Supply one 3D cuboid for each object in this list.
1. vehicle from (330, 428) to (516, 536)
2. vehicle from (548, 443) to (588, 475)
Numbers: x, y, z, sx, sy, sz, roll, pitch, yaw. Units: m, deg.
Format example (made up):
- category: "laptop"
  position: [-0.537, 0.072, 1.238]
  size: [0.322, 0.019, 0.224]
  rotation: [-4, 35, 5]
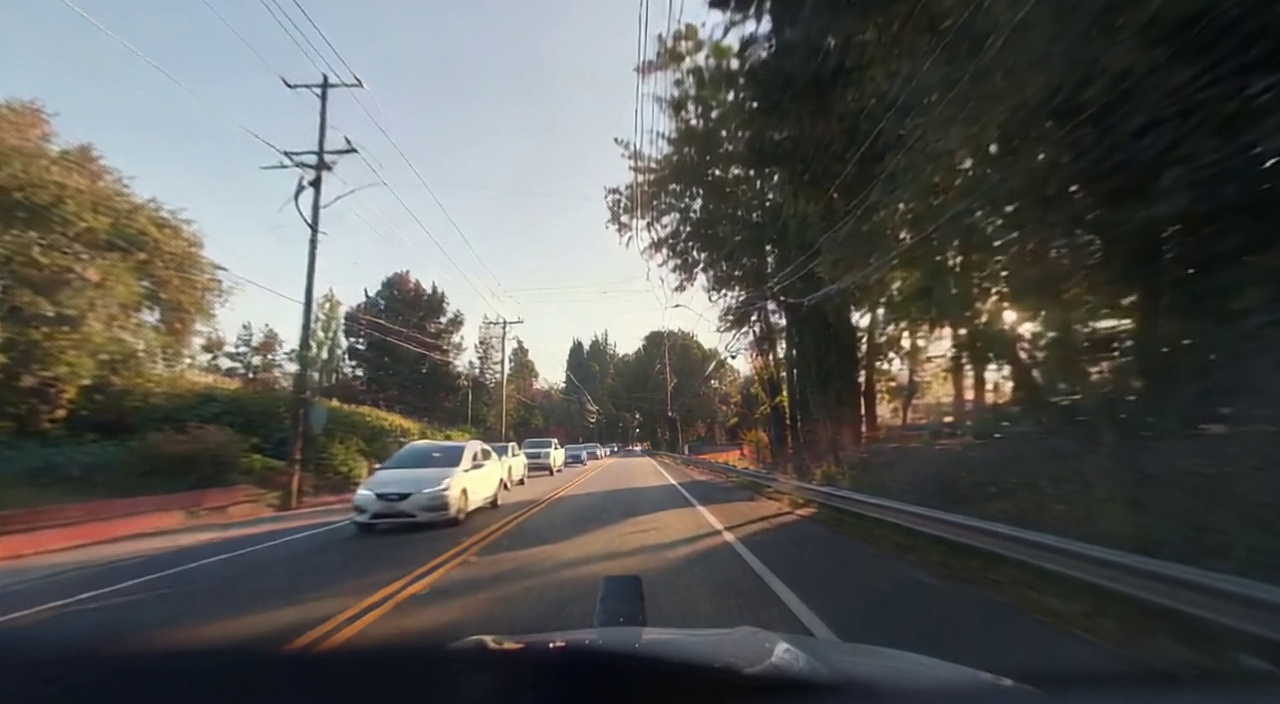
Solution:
- category: "vehicle"
  position: [-4.041, 2.456, 12.785]
  size: [2.238, 1.674, 4.657]
  rotation: [-2, -8, -2]
- category: "vehicle"
  position: [-4.337, 6.478, 38.678]
  size: [2.070, 1.665, 4.554]
  rotation: [-3, -7, -3]
